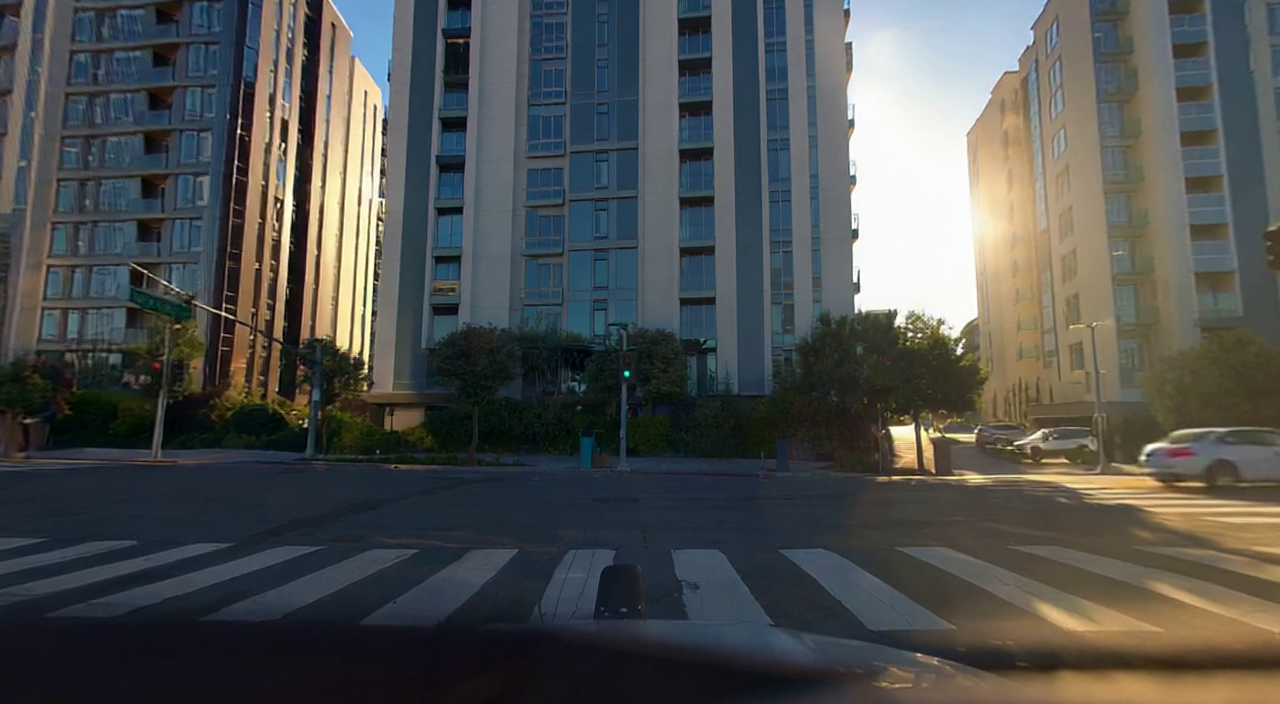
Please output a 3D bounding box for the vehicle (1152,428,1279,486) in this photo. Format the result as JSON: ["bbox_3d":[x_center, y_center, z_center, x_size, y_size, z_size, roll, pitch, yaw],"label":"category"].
[{"bbox_3d":[20.313,3.450,20.800,4.980,1.792,2.042,0,-9,1],"label":"vehicle"}]

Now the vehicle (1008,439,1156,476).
[{"bbox_3d":[18.596,4.459,26.688,4.823,1.458,1.914,0,-9,-1],"label":"vehicle"}]
